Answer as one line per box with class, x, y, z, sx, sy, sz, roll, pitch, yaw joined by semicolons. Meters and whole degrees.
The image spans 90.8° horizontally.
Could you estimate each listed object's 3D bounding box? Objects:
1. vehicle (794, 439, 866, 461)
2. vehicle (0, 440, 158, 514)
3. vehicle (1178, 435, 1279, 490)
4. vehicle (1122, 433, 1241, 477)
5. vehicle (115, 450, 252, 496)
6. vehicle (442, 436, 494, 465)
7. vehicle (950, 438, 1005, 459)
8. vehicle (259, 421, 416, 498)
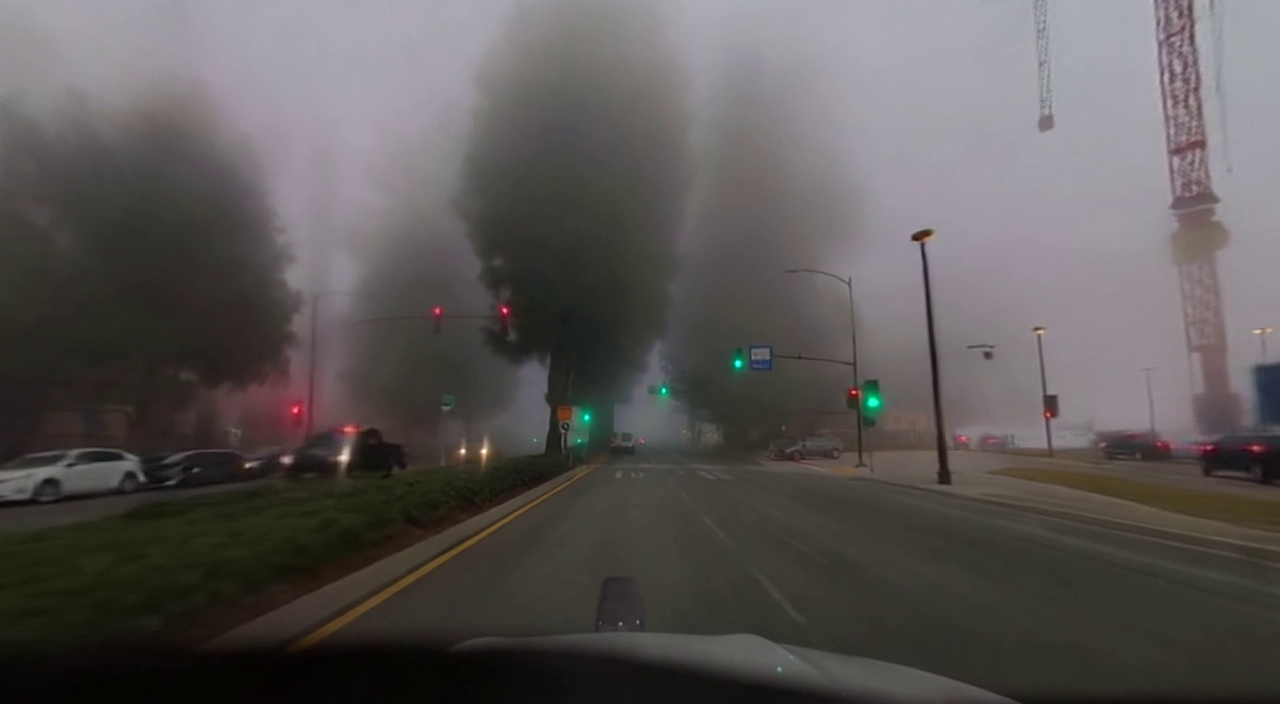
vehicle;13.553;7.014;45.159;4.506;1.479;1.924;0;-9;1
vehicle;-16.338;3.390;17.689;2.070;1.774;4.549;0;-9;0
vehicle;17.758;3.150;18.316;1.758;1.425;4.358;-3;-9;19
vehicle;19.695;3.761;23.234;1.777;1.441;3.976;-3;-9;17
vehicle;-16.573;4.358;23.250;1.765;1.473;4.423;0;-9;-1
vehicle;-12.451;7.167;46.084;2.249;1.952;5.746;0;-8;-1
vehicle;24.790;7.091;46.326;3.995;1.463;1.862;6;-10;-35
vehicle;-8.671;3.129;18.778;2.227;1.956;4.978;0;-8;-1
